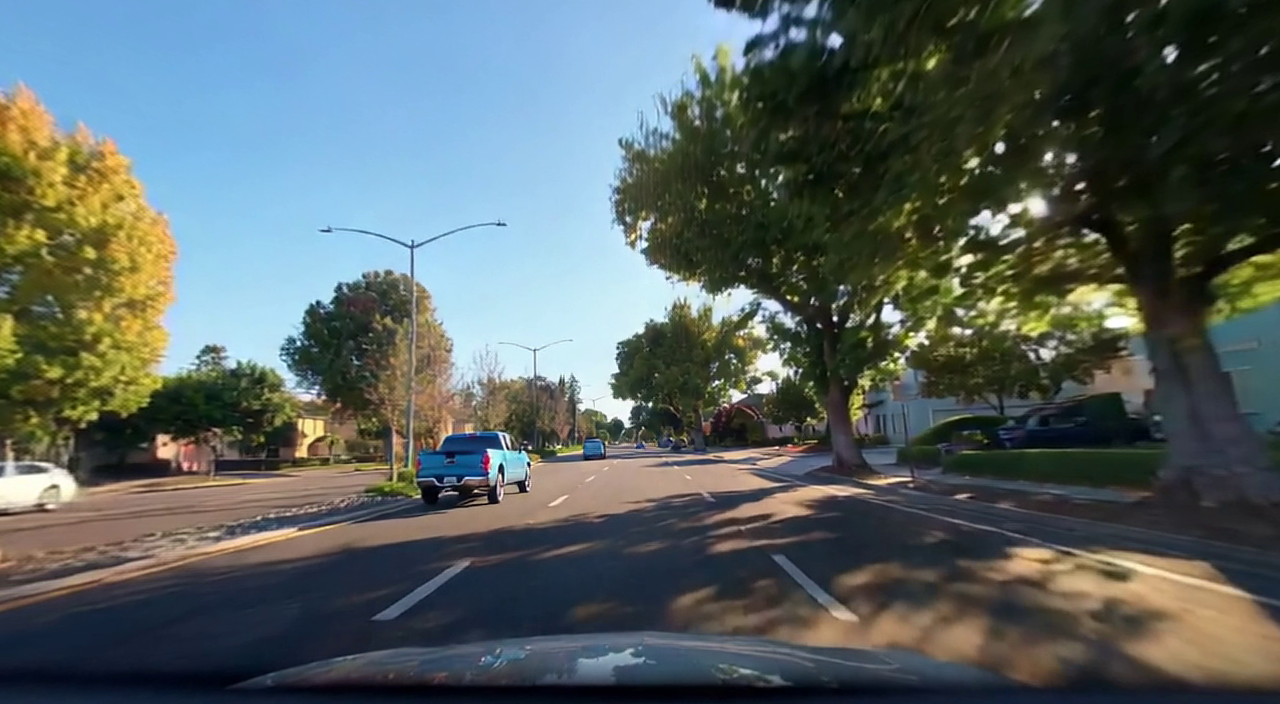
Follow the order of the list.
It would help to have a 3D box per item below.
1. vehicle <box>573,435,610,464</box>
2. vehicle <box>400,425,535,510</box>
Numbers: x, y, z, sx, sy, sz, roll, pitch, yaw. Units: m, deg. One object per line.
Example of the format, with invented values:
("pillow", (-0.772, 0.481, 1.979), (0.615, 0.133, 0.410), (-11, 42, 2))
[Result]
("vehicle", (-3.480, 7.075, 45.905), (2.230, 1.987, 4.385), (-1, -8, 1))
("vehicle", (-4.036, 2.788, 15.685), (2.002, 1.747, 4.728), (0, -8, 0))
